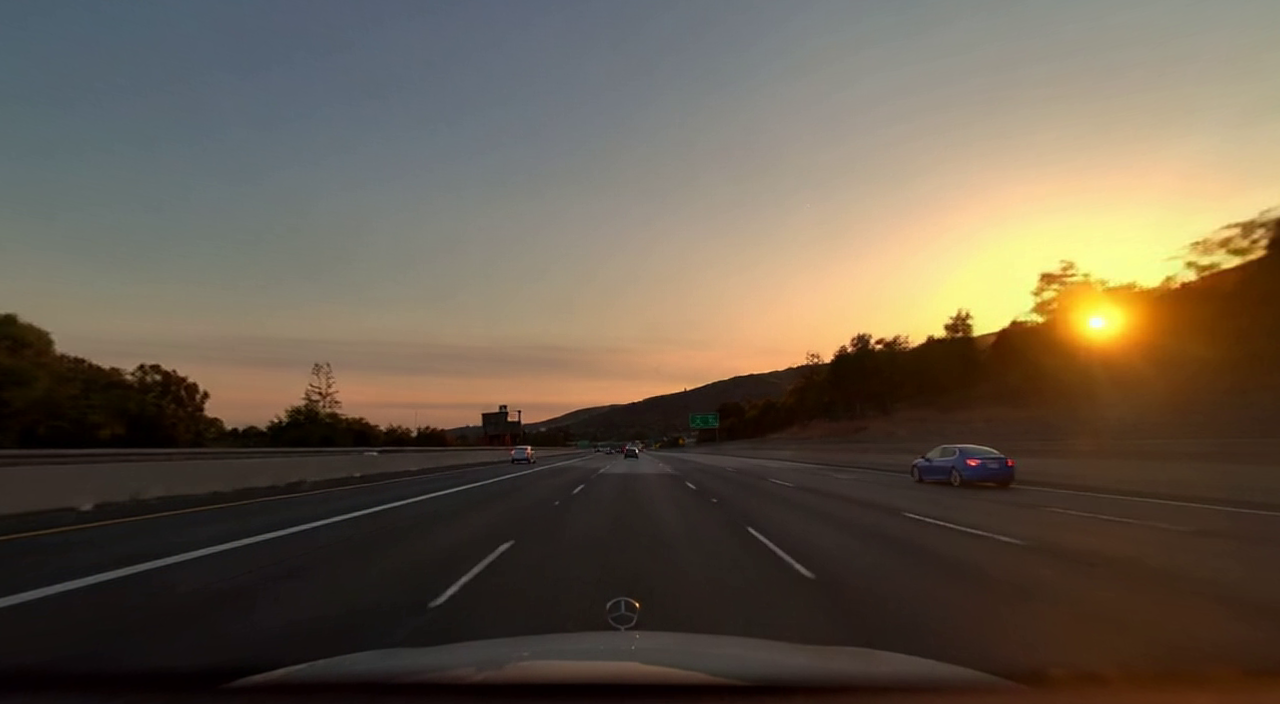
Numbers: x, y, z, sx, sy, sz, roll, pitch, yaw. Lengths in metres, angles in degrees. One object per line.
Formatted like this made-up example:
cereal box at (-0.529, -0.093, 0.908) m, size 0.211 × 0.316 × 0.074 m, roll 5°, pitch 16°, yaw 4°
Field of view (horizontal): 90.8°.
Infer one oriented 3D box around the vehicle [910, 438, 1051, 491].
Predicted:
vehicle at (10.780, 3.573, 20.473) m, size 1.985 × 1.493 × 4.486 m, roll 0°, pitch -8°, yaw -1°
